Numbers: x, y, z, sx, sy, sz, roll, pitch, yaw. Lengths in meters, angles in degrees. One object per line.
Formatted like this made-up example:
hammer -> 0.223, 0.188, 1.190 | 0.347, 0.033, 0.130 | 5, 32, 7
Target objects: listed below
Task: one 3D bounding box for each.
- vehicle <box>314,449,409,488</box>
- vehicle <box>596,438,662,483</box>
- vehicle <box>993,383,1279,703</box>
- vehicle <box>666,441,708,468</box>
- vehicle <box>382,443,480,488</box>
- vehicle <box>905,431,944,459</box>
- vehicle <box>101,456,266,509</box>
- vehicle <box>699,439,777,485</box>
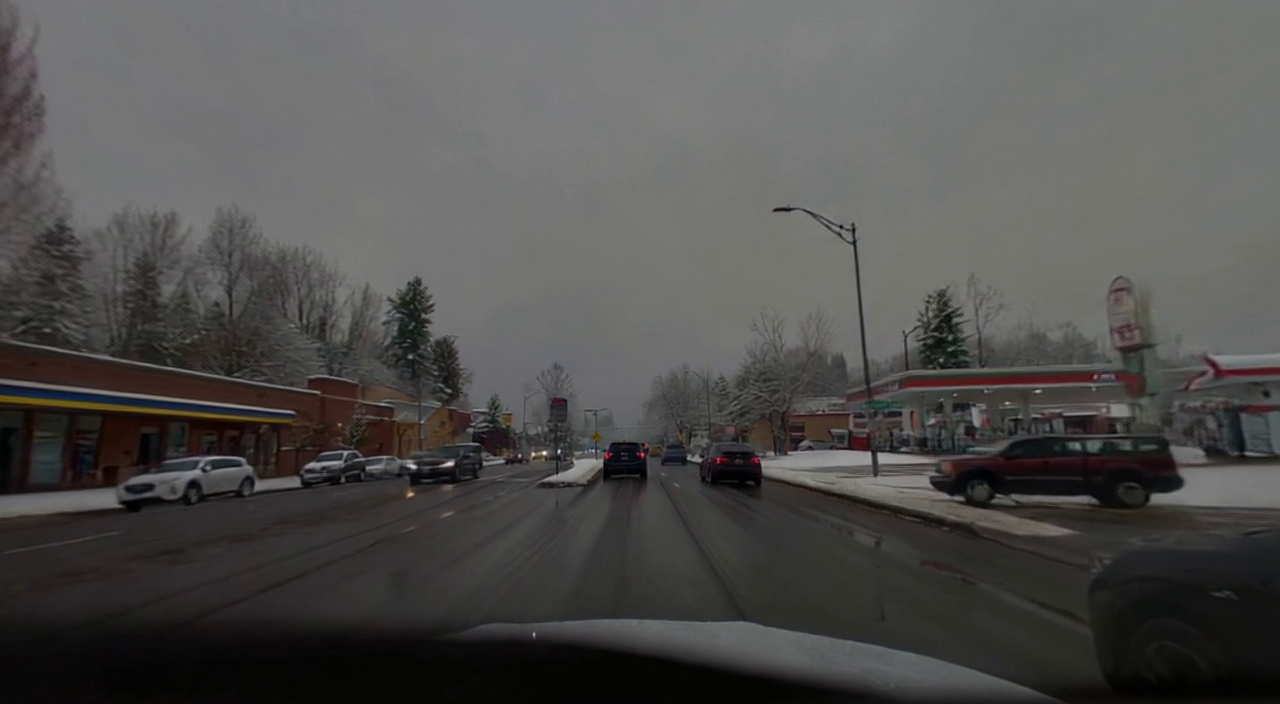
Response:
vehicle -> -11.655, 4.885, 26.903 | 1.915, 1.473, 4.573 | 0, -9, 1
vehicle -> -0.413, 4.011, 23.661 | 2.232, 1.508, 4.319 | 0, -9, -1
vehicle -> 3.147, 0.747, 1.367 | 2.097, 1.502, 4.470 | 0, -9, -1
vehicle -> 2.765, 6.161, 38.221 | 2.098, 1.527, 3.966 | 0, -9, -2
vehicle -> -7.969, 4.352, 24.725 | 2.240, 1.550, 4.760 | 0, -9, 0
vehicle -> 18.635, 6.102, 41.329 | 1.937, 1.691, 4.746 | -5, -10, 27
vehicle -> -14.970, 4.259, 21.196 | 2.007, 1.463, 4.792 | 0, -9, -1
vehicle -> 3.415, 3.947, 22.946 | 2.060, 1.471, 4.168 | 0, -9, -1
